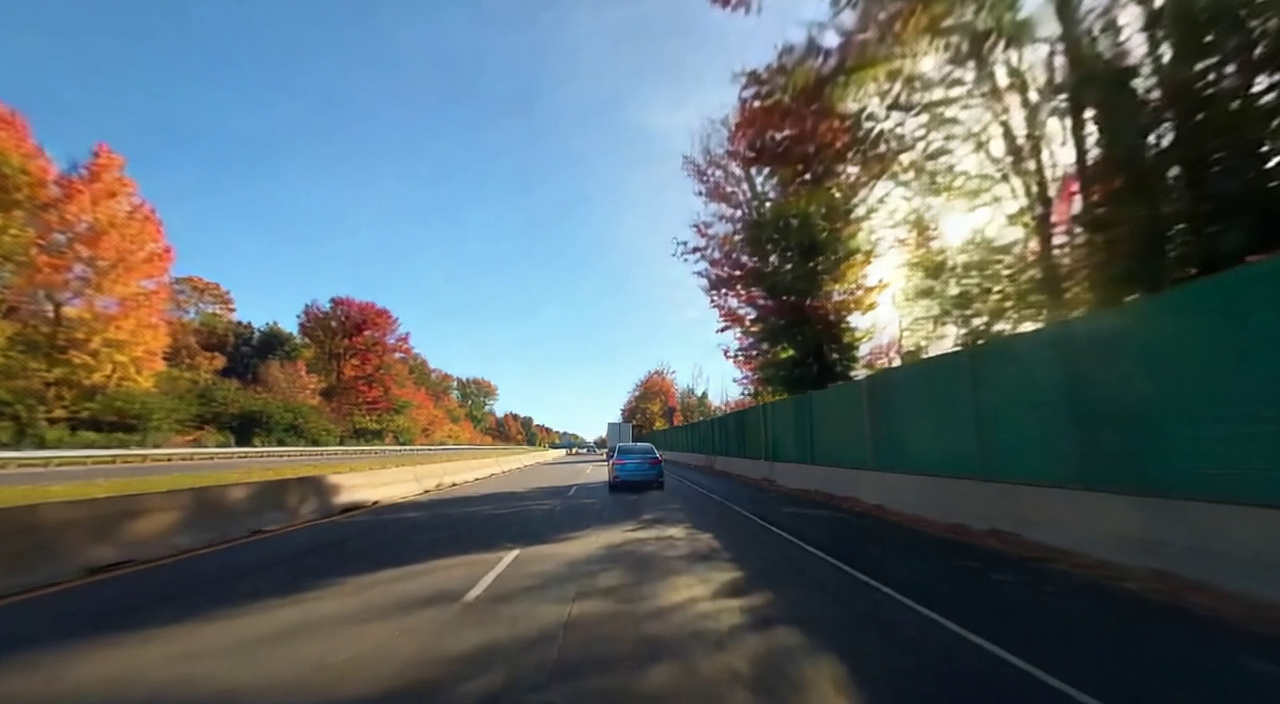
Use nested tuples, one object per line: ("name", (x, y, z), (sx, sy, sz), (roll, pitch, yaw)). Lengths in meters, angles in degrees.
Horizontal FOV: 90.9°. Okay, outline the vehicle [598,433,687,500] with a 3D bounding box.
("vehicle", (-0.040, 2.941, 16.597), (2.057, 1.516, 4.065), (1, -8, -3))
